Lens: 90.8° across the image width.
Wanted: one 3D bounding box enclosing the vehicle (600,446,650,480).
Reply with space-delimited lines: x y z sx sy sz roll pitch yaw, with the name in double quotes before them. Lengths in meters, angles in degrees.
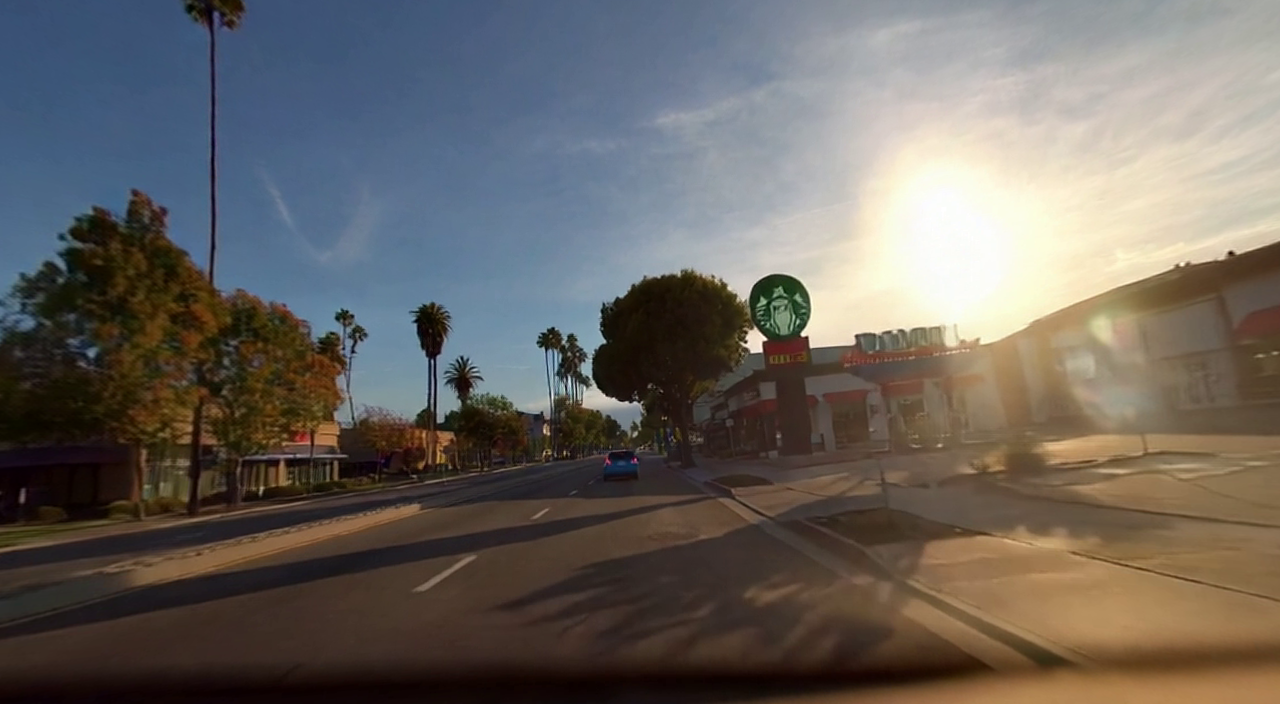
"vehicle" -0.647 5.172 29.747 2.156 1.462 4.495 0 -8 0
